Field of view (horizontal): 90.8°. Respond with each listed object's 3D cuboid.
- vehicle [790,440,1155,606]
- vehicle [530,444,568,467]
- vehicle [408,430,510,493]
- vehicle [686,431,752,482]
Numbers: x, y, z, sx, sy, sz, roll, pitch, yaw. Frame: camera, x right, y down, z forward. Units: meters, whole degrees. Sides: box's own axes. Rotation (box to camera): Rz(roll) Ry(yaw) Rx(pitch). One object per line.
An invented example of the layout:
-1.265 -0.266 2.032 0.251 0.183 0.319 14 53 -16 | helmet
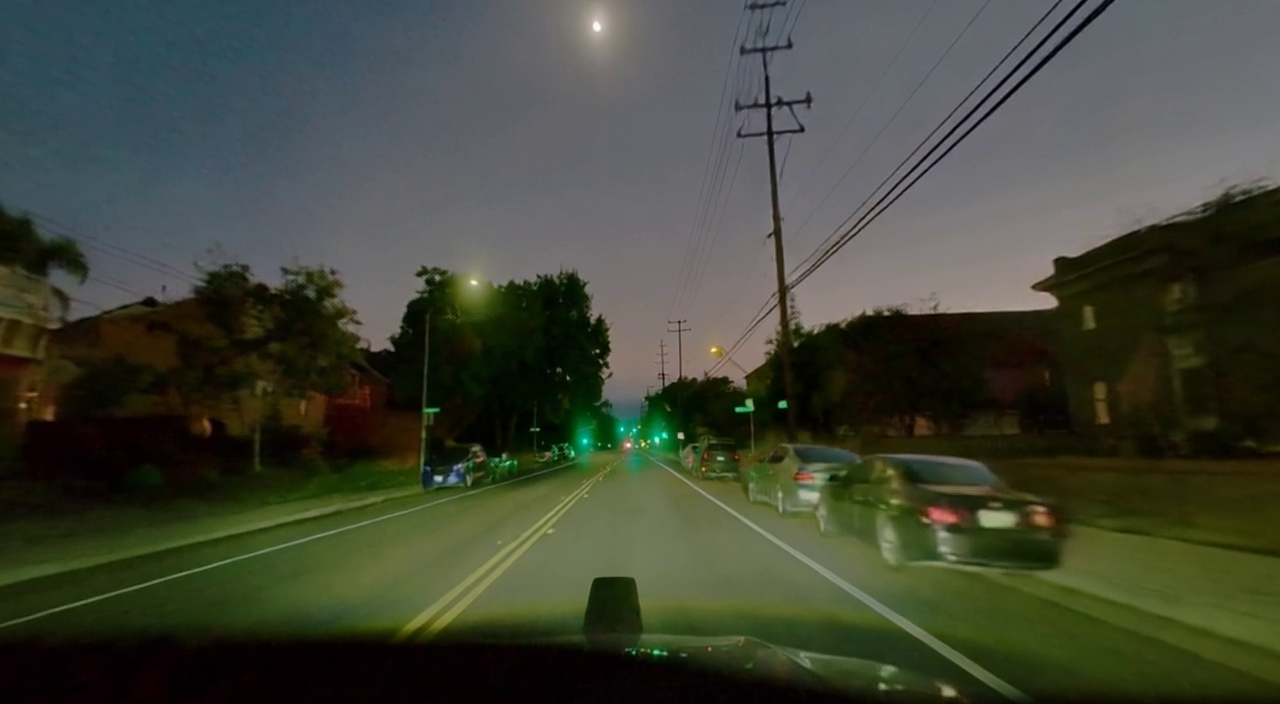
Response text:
3.347 1.772 7.589 1.967 1.382 4.361 0 -8 -1 | vehicle
-6.920 7.938 48.604 2.084 1.573 4.599 -2 -7 2 | vehicle
-6.749 4.092 24.285 2.451 2.099 5.112 -1 -7 -1 | vehicle
3.229 4.402 26.965 2.065 1.953 5.359 0 -8 -1 | vehicle
